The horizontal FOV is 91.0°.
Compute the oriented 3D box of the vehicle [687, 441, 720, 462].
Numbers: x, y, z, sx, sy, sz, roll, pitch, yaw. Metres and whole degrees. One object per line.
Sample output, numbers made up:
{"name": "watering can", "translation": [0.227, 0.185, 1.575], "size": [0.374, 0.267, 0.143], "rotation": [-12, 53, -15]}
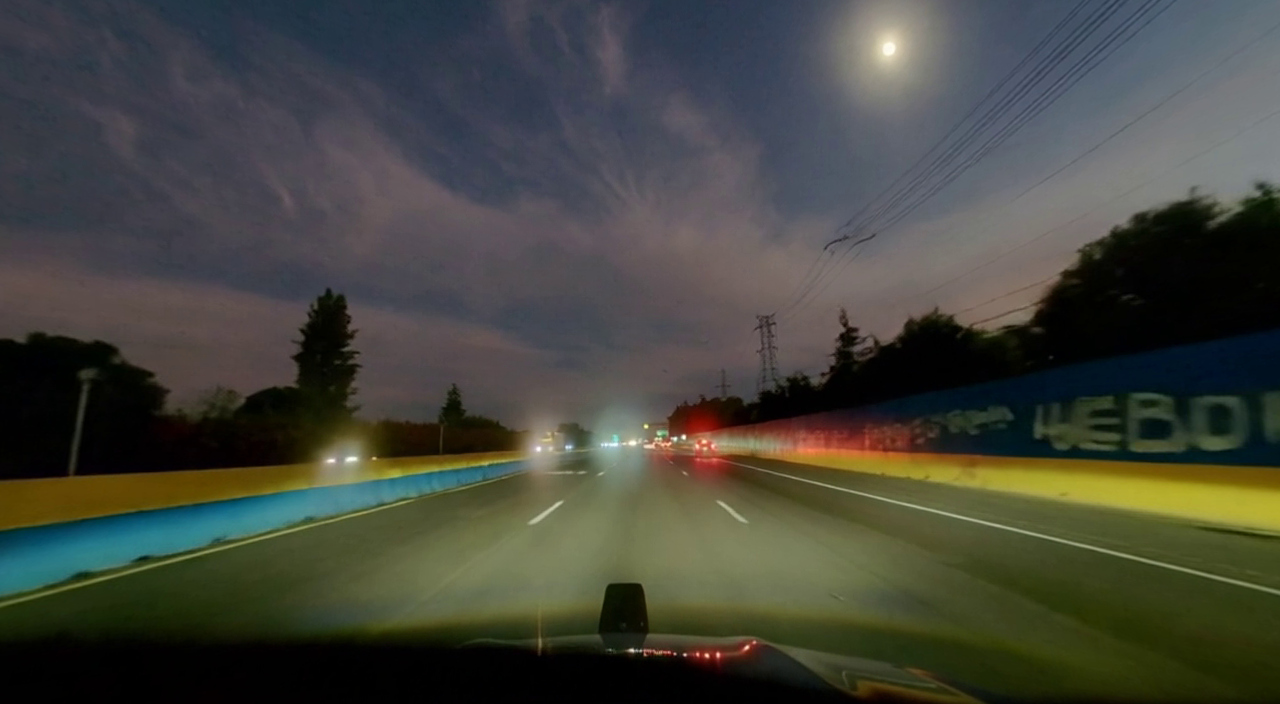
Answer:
{"name": "vehicle", "translation": [4.630, 7.311, 46.407], "size": [1.991, 1.494, 3.951], "rotation": [0, -8, 0]}

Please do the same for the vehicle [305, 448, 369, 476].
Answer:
{"name": "vehicle", "translation": [-19.356, 7.018, 40.387], "size": [1.898, 1.616, 4.330], "rotation": [0, -8, 1]}
